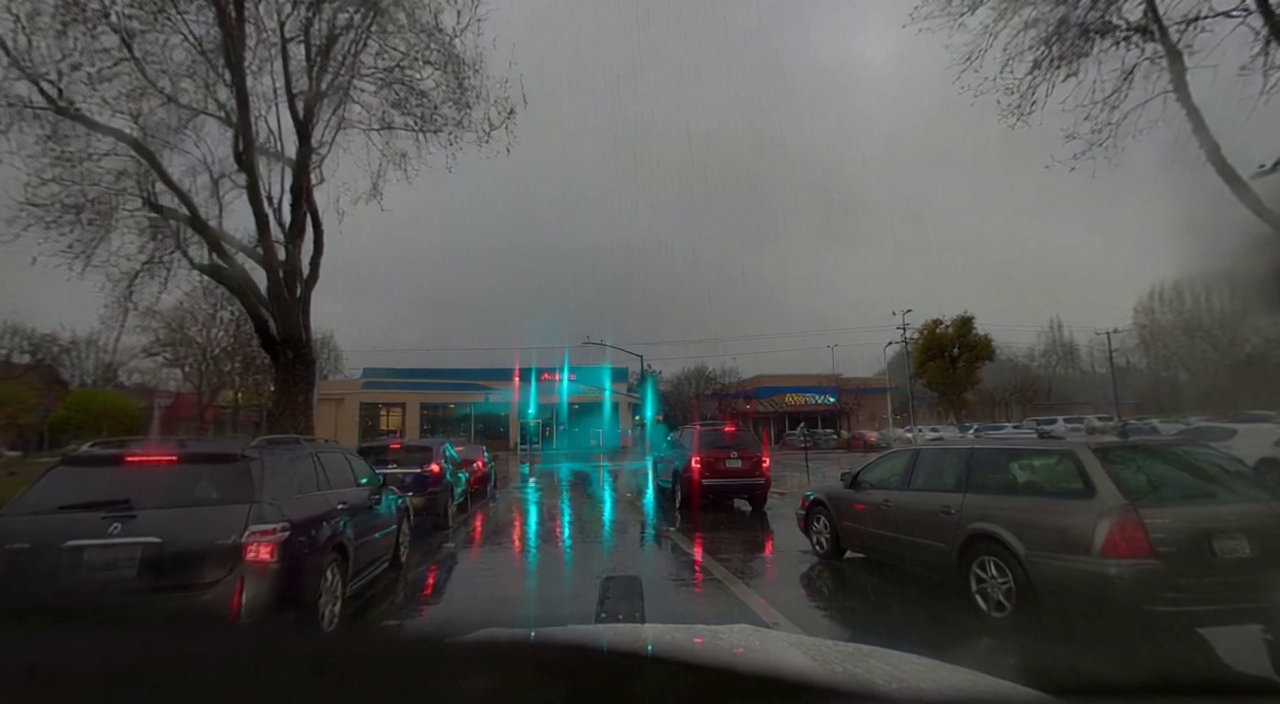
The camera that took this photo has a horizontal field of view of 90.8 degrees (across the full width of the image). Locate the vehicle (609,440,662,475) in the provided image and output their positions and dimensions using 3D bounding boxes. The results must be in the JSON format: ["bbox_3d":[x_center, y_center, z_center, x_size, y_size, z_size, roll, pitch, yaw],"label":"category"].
[{"bbox_3d":[-0.302,4.821,29.179,1.910,1.493,4.490,1,-8,-7],"label":"vehicle"}]

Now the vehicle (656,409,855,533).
[{"bbox_3d":[1.905,2.278,12.818,2.324,1.907,5.634,1,-8,-7],"label":"vehicle"}]

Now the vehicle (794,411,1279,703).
[{"bbox_3d":[3.154,1.401,5.554,1.904,1.494,4.864,1,-8,-6],"label":"vehicle"}]

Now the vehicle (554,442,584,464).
[{"bbox_3d":[-5.251,7.406,46.451,2.095,1.473,4.301,1,-8,-7],"label":"vehicle"}]

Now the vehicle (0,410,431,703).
[{"bbox_3d":[-2.885,1.341,5.076,1.968,1.497,4.286,2,-9,-15],"label":"vehicle"}]

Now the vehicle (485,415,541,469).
[{"bbox_3d":[-8.294,6.013,42.208,2.820,3.263,7.986,1,-8,-6],"label":"vehicle"}]
